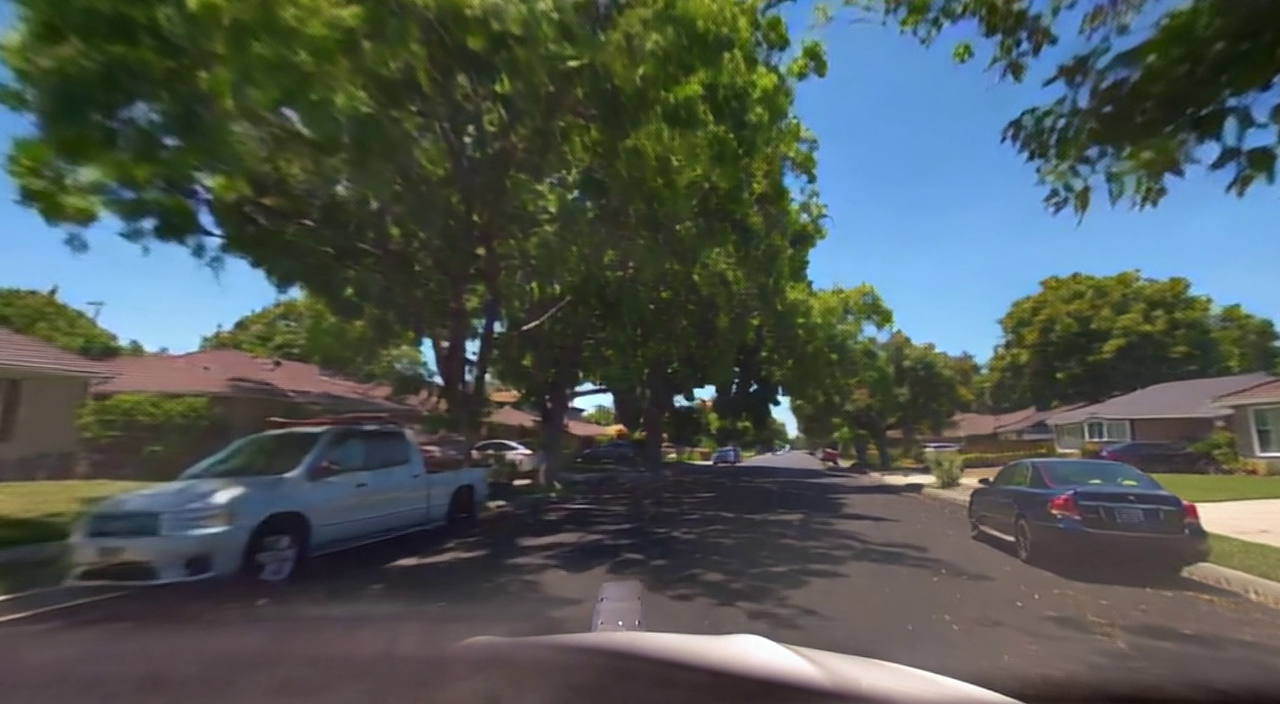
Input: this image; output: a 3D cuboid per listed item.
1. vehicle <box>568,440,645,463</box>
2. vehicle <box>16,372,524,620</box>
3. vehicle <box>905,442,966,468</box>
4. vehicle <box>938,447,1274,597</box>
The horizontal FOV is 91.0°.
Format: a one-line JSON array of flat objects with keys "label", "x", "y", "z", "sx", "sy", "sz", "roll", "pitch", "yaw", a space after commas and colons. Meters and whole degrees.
[{"label": "vehicle", "x": -2.324, "y": 6.925, "z": 43.901, "sx": 4.977, "sy": 1.558, "sz": 2.079, "roll": -2, "pitch": -8, "yaw": 14}, {"label": "vehicle", "x": -3.921, "y": 1.686, "z": 8.610, "sx": 2.337, "sy": 2.084, "sz": 6.088, "roll": -3, "pitch": -9, "yaw": 13}, {"label": "vehicle", "x": 20.913, "y": 7.294, "z": 44.688, "sx": 3.647, "sy": 1.784, "sz": 1.650, "roll": -3, "pitch": -8, "yaw": 16}, {"label": "vehicle", "x": 5.779, "y": 2.052, "z": 8.733, "sx": 1.959, "sy": 1.431, "sz": 4.647, "roll": -2, "pitch": -8, "yaw": 13}]
